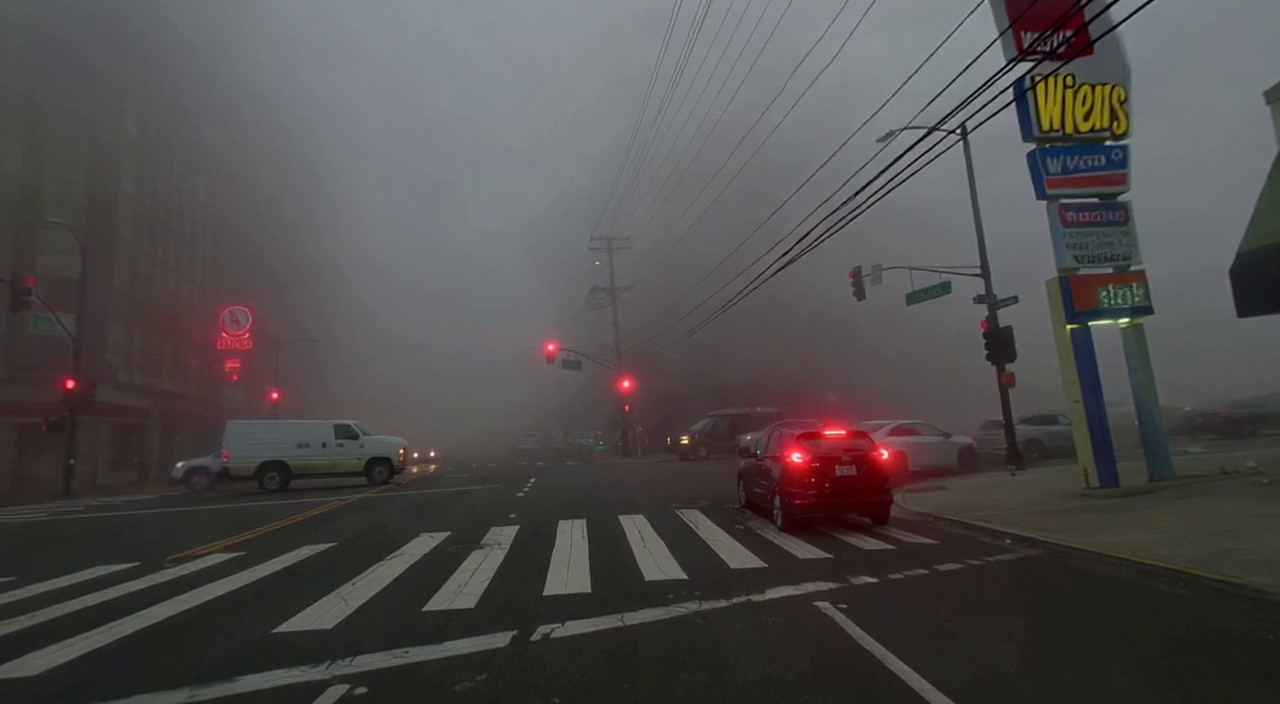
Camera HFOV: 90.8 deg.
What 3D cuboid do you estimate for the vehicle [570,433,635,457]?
[{"bbox_3d":[-2.769,6.828,46.351,4.591,1.686,1.816,1,-9,-11],"label":"vehicle"}]

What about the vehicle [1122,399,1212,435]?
[{"bbox_3d":[27.632,3.479,33.084,4.637,1.723,1.911,4,-10,-29],"label":"vehicle"}]

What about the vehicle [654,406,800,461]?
[{"bbox_3d":[3.570,3.349,25.707,5.588,1.985,2.374,5,-10,-31],"label":"vehicle"}]

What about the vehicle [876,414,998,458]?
[{"bbox_3d":[11.175,3.170,23.715,4.499,1.524,1.784,4,-10,-29],"label":"vehicle"}]

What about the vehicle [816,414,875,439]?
[{"bbox_3d":[16.112,5.835,49.458,4.589,1.730,1.801,6,-8,-31],"label":"vehicle"}]

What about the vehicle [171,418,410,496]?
[{"bbox_3d":[-9.804,2.972,18.175,5.603,1.938,2.081,5,-10,-30],"label":"vehicle"}]
